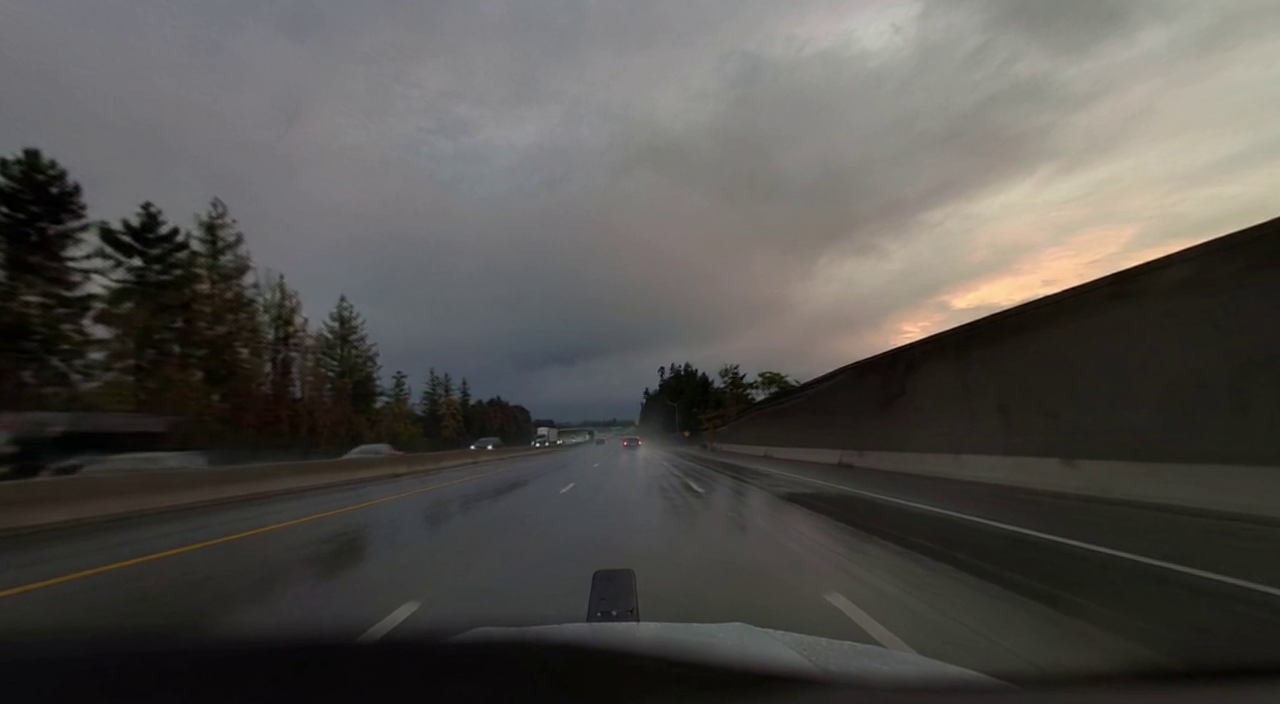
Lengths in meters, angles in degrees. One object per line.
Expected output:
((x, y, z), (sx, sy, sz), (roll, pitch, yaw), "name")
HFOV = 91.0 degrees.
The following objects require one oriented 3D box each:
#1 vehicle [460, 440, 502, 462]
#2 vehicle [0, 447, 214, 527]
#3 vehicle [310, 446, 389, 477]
((-12.084, 7.541, 48.073), (2.109, 1.557, 4.531), (-1, -8, 0), "vehicle")
((-12.327, 2.972, 14.512), (1.962, 1.479, 4.434), (-1, -8, -1), "vehicle")
((-15.391, 5.808, 33.654), (1.994, 1.466, 4.663), (-1, -8, 0), "vehicle")
